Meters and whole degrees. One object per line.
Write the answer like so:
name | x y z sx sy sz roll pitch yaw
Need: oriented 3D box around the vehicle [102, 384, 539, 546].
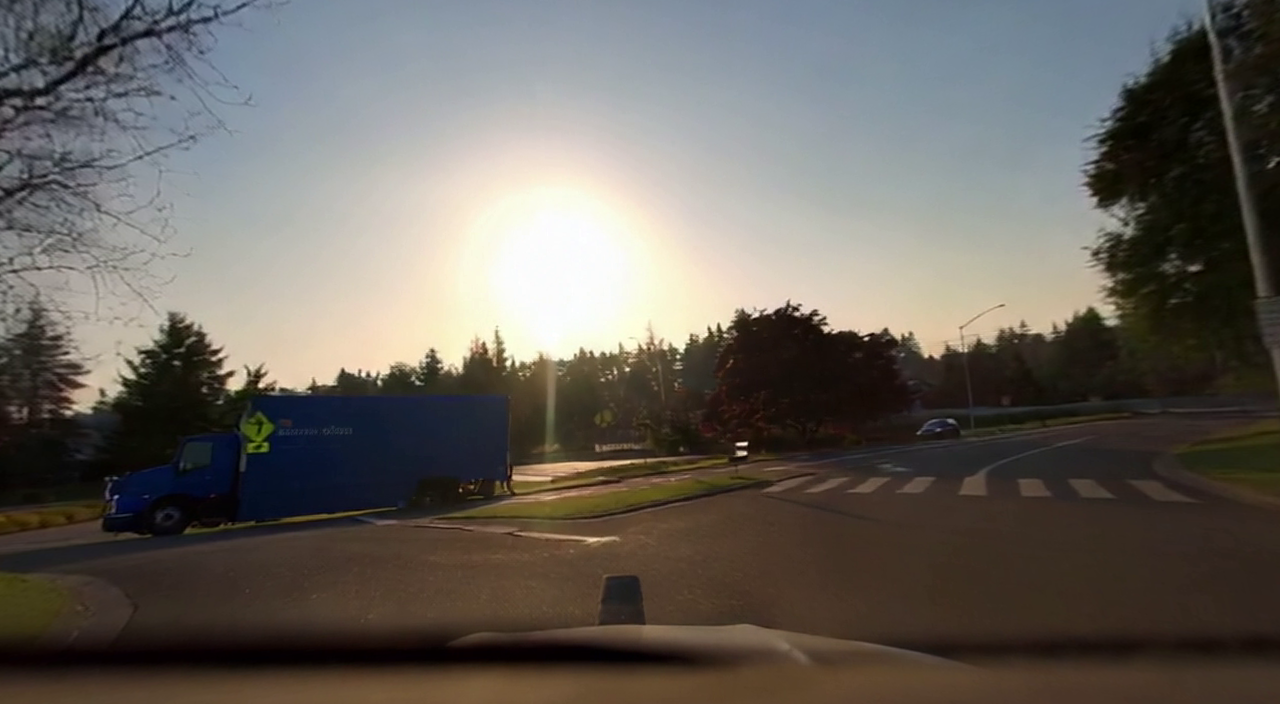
vehicle | -7.815 2.675 16.884 9.680 3.326 2.838 3 -8 -34

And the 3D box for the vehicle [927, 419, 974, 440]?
vehicle | 23.400 5.865 47.240 4.075 1.523 1.837 8 -11 -44
